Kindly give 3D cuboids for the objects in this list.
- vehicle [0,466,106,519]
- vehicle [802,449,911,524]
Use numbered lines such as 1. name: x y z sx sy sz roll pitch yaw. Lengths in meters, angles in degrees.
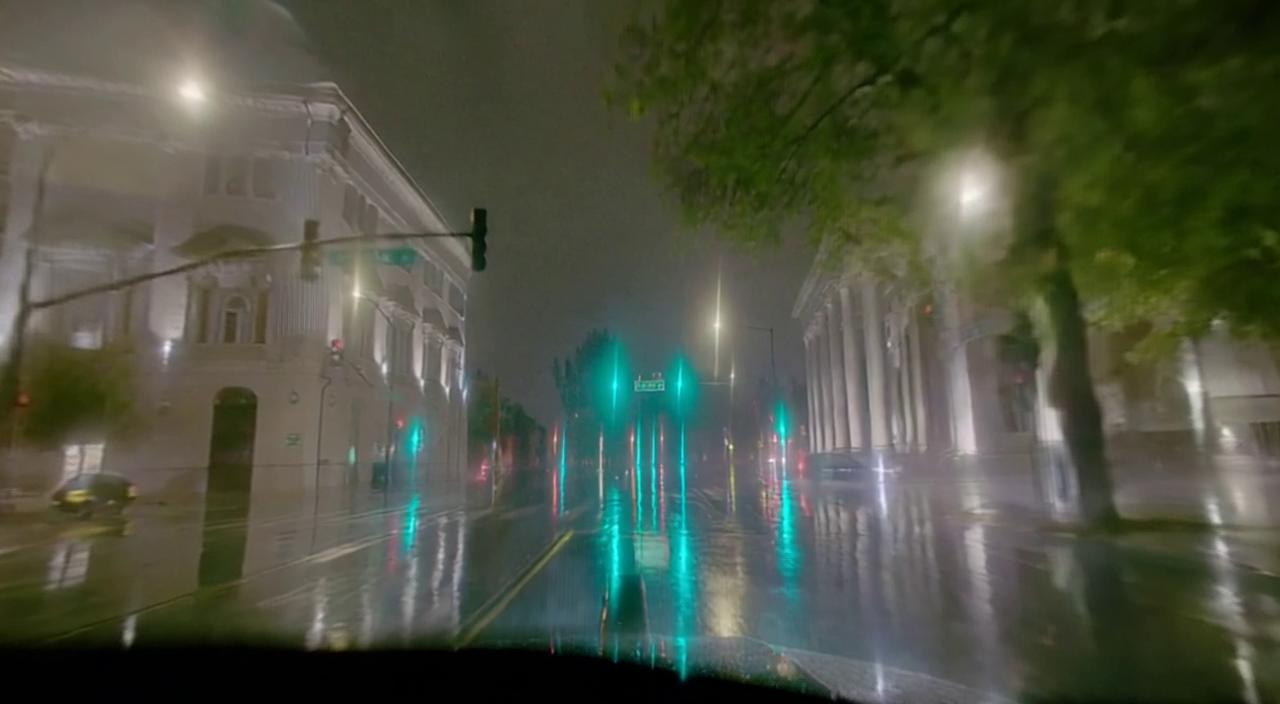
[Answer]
1. vehicle: -22.658 5.008 22.752 4.946 1.745 2.028 0 -9 2
2. vehicle: 5.068 3.145 15.387 2.085 1.530 4.125 -2 -9 13
